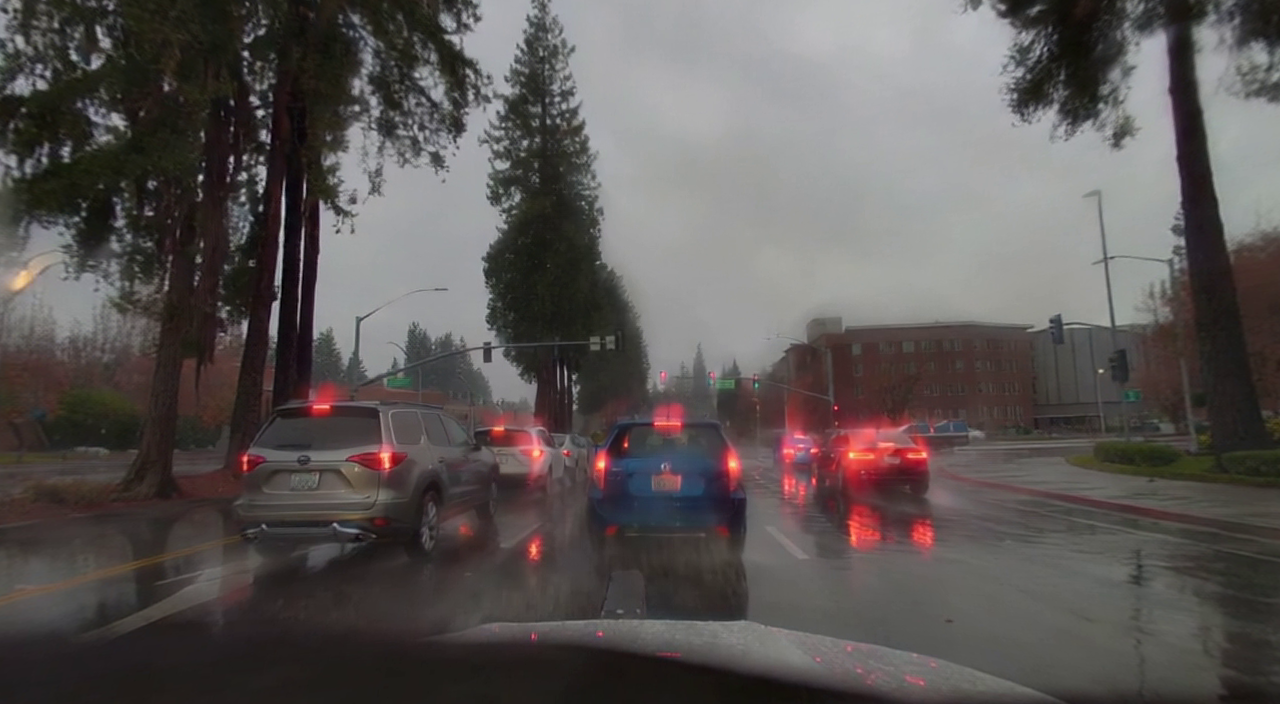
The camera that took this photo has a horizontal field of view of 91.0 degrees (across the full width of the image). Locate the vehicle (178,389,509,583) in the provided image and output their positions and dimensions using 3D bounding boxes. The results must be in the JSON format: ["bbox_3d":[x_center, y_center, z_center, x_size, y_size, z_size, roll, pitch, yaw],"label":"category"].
[{"bbox_3d":[-3.249,1.578,8.180,2.085,1.812,4.388,0,-8,1],"label":"vehicle"}]

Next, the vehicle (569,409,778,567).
[{"bbox_3d":[0.381,1.746,8.777,2.189,1.649,4.171,0,-8,1],"label":"vehicle"}]

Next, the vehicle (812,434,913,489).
[{"bbox_3d":[7.188,3.554,20.816,2.067,1.599,4.251,-1,-8,5],"label":"vehicle"}]
